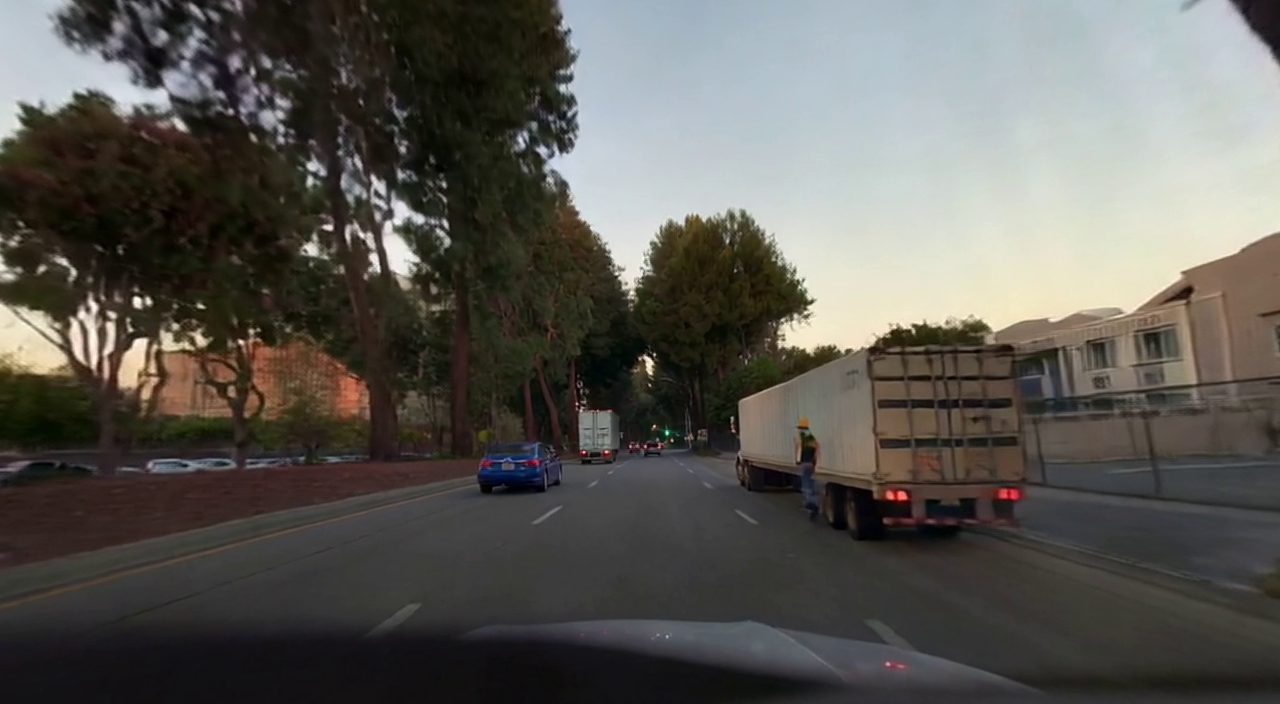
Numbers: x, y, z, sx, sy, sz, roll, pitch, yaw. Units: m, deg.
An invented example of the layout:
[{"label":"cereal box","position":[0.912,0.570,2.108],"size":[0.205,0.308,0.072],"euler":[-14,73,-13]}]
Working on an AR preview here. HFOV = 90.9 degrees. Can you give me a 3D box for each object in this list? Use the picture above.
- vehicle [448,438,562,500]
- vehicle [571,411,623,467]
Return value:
[{"label":"vehicle","position":[-3.491,3.109,17.231],"size":[2.005,1.462,4.345],"euler":[-1,-8,2]},{"label":"vehicle","position":[-2.651,5.818,41.886],"size":[2.746,3.276,8.572],"euler":[-1,-8,1]}]
